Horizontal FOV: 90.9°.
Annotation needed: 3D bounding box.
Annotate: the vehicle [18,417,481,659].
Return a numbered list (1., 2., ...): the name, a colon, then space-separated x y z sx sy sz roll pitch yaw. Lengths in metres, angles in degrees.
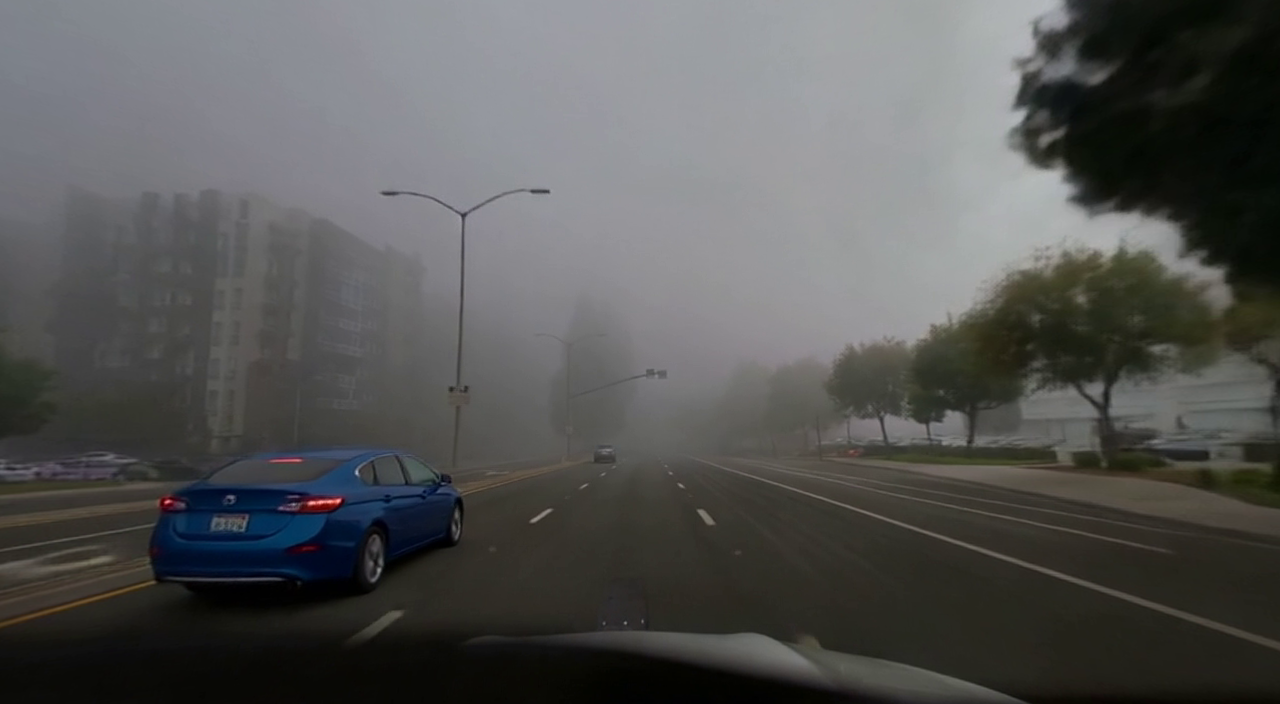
1. vehicle: -3.344 1.627 6.723 2.009 1.489 4.543 -6 -8 0
